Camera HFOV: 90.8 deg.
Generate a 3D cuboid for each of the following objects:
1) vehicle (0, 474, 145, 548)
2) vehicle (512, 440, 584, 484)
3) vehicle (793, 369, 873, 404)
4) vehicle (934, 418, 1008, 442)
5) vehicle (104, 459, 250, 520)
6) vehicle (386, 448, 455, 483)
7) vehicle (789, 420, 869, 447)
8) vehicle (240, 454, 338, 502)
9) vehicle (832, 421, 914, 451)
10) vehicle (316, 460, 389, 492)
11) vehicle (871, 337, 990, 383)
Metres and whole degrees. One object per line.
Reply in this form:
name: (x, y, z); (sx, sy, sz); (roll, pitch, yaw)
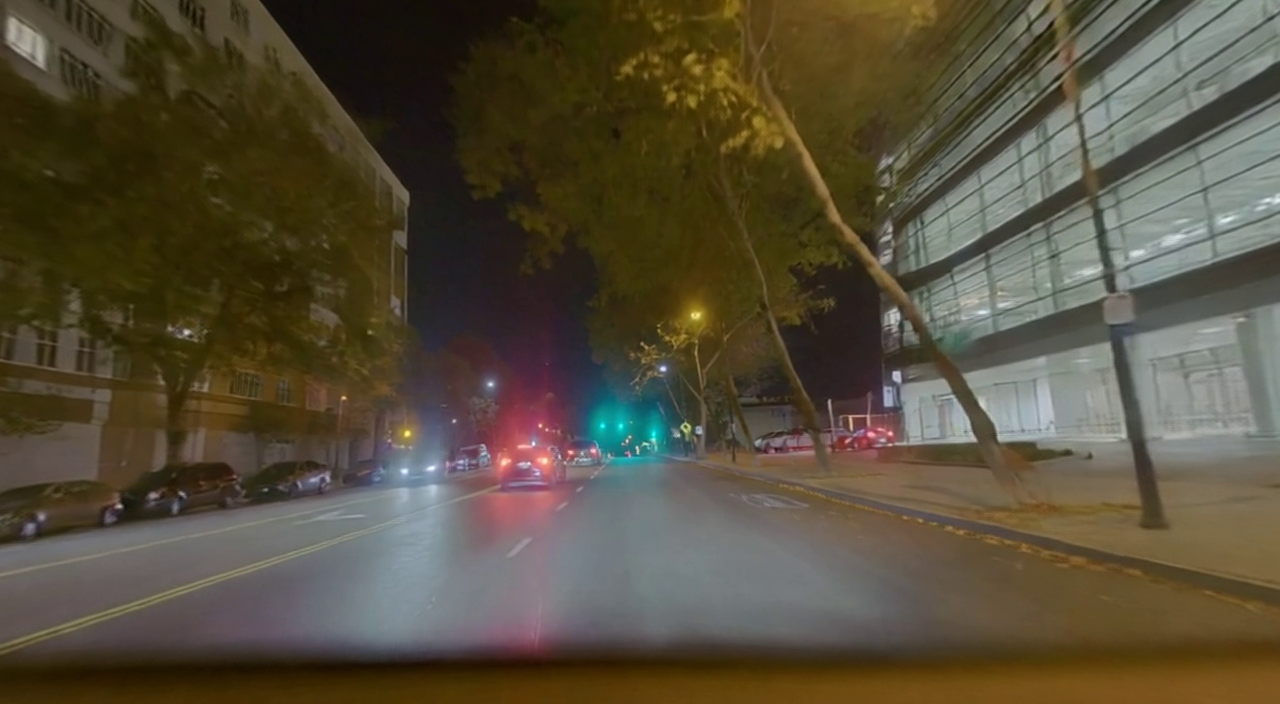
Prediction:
vehicle: (-15.996, 4.139, 16.932); (1.871, 1.485, 4.573); (0, -8, -2)
vehicle: (-3.272, 3.966, 23.181); (2.051, 1.454, 4.132); (0, -8, -1)
vehicle: (11.053, 2.005, 36.282); (3.826, 1.601, 1.807); (-4, -7, -5)
vehicle: (24.958, 5.891, 47.657); (4.439, 1.688, 2.101); (0, -9, -10)
vehicle: (-16.310, 4.806, 22.628); (1.897, 1.805, 4.538); (0, -8, -3)
vehicle: (-10.640, 5.486, 30.973); (1.884, 1.518, 4.380); (0, -8, -1)
vehicle: (12.328, 5.382, 41.541); (4.619, 1.626, 2.121); (-1, -9, 3)
vehicle: (-16.416, 5.854, 29.832); (2.079, 1.847, 4.592); (-4, -8, -1)
vehicle: (12.240, 4.427, 33.292); (3.527, 1.496, 1.836); (0, -6, -4)
vehicle: (-16.173, 6.980, 35.828); (2.021, 1.438, 4.616); (-2, -8, 0)
vehicle: (11.482, 0.337, 25.172); (3.827, 1.556, 1.730); (-1, -10, -1)
